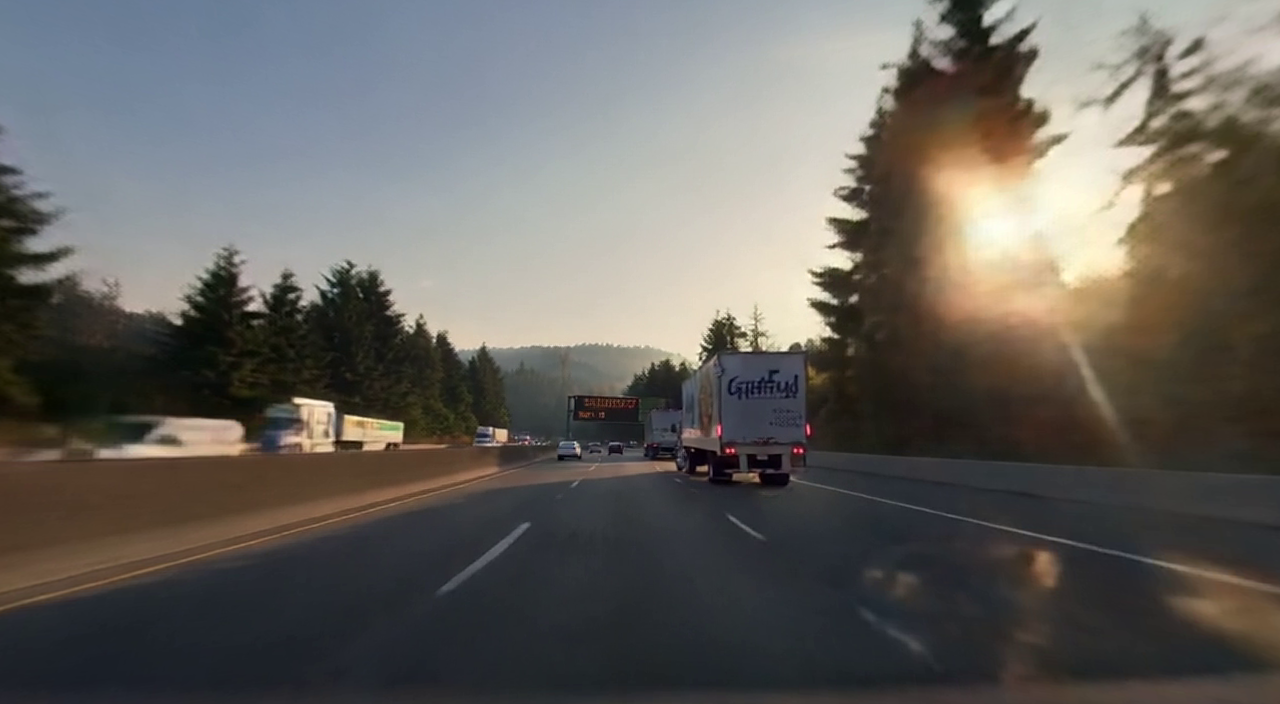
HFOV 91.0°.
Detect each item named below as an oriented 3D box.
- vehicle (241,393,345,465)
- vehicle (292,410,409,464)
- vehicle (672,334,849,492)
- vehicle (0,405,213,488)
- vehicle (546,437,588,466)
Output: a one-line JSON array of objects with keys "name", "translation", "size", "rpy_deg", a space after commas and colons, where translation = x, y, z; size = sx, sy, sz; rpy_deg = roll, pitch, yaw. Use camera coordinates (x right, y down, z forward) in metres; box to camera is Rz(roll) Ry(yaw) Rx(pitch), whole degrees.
[{"name": "vehicle", "translation": [-20.978, 4.746, 38.538], "size": [3.161, 3.935, 6.116], "rpy_deg": [-1, -8, -4]}, {"name": "vehicle", "translation": [-21.136, 6.438, 47.437], "size": [2.782, 3.431, 14.254], "rpy_deg": [0, -8, -3]}, {"name": "vehicle", "translation": [3.380, 2.471, 22.794], "size": [3.116, 3.992, 13.748], "rpy_deg": [0, -8, -2]}, {"name": "vehicle", "translation": [-13.147, 2.267, 15.206], "size": [2.080, 1.652, 5.232], "rpy_deg": [0, -8, -2]}, {"name": "vehicle", "translation": [-4.490, 6.148, 39.138], "size": [2.206, 1.644, 4.027], "rpy_deg": [0, -8, -1]}]
